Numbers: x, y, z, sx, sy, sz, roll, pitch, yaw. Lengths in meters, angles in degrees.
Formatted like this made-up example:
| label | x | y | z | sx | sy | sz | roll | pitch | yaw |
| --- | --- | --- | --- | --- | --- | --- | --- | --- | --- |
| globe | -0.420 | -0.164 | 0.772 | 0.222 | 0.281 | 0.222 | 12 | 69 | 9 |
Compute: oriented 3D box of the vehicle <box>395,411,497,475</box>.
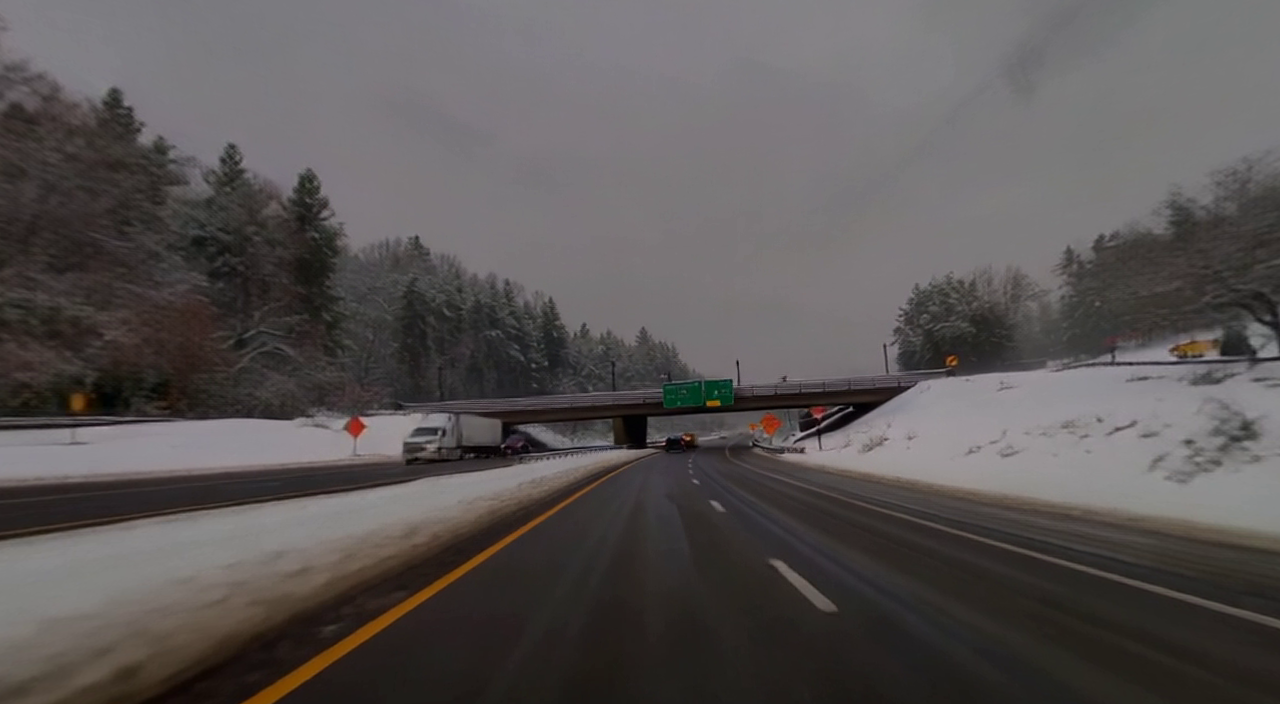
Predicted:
| label | x | y | z | sx | sy | sz | roll | pitch | yaw |
| --- | --- | --- | --- | --- | --- | --- | --- | --- | --- |
| vehicle | -12.117 | 5.848 | 40.635 | 3.010 | 3.577 | 9.124 | -1 | -8 | 4 |
